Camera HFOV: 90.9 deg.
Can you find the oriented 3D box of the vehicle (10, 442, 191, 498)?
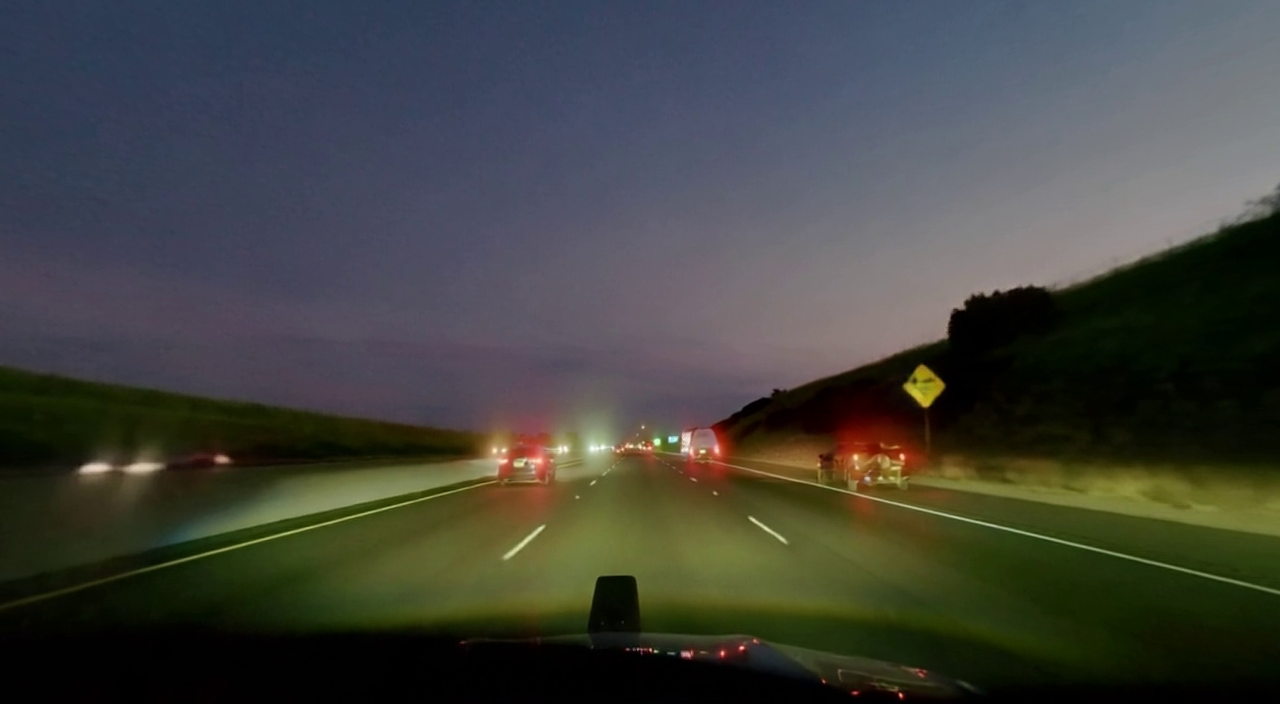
[{"bbox_3d":[-15.394,3.361,18.334,1.596,1.414,4.176,0,-9,-1],"label":"vehicle"}]

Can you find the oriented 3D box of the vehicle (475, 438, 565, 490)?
[{"bbox_3d":[-3.801,3.658,20.831,2.054,1.529,4.368,0,-9,1],"label":"vehicle"}]

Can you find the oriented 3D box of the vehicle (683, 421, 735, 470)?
[{"bbox_3d":[3.976,5.600,37.532,2.361,2.636,5.684,0,-9,-1],"label":"vehicle"}]
